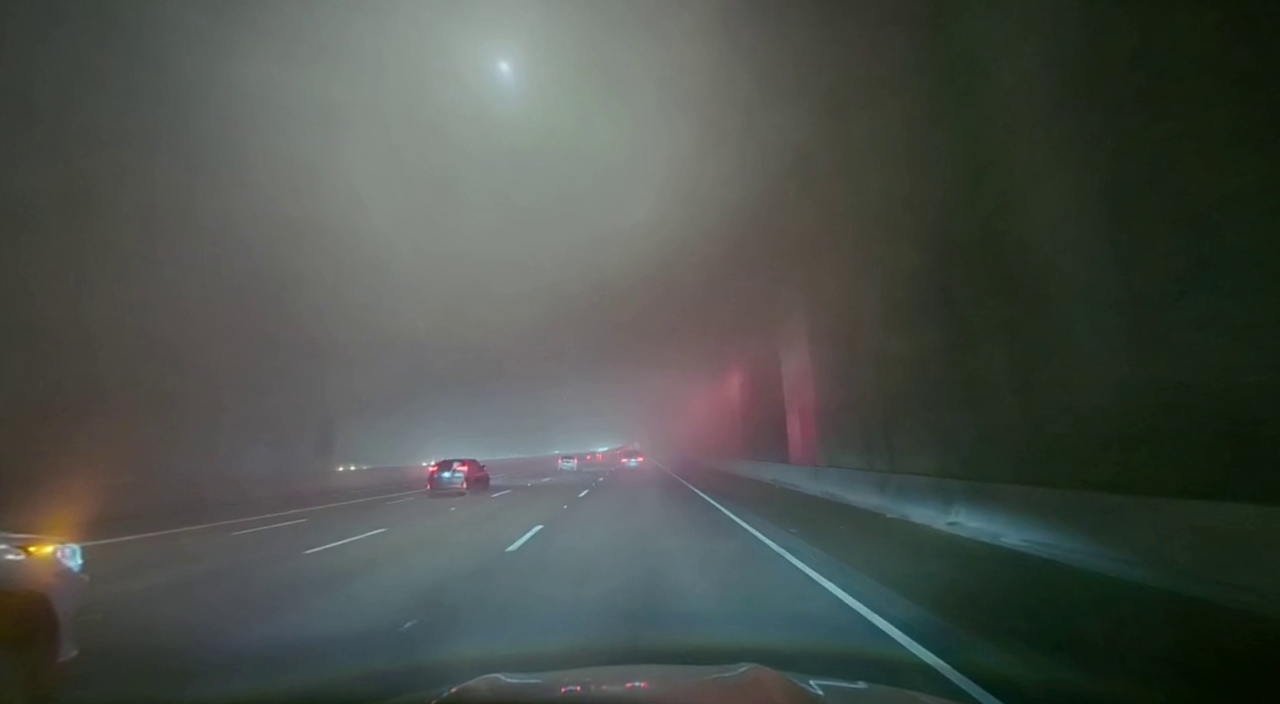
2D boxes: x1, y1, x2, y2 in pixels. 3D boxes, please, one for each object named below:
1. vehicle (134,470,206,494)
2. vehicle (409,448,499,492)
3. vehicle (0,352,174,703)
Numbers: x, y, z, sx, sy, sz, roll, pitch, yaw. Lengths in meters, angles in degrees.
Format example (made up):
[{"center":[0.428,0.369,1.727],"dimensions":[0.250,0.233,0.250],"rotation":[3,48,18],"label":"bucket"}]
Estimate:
[{"center":[-35.487,9.800,47.693],"dimensions":[1.835,1.506,4.726],"rotation":[0,-9,0],"label":"vehicle"},{"center":[-7.282,4.655,25.266],"dimensions":[1.998,1.542,4.953],"rotation":[0,-9,1],"label":"vehicle"},{"center":[-3.687,0.666,1.235],"dimensions":[2.059,1.725,4.521],"rotation":[0,-9,0],"label":"vehicle"}]
